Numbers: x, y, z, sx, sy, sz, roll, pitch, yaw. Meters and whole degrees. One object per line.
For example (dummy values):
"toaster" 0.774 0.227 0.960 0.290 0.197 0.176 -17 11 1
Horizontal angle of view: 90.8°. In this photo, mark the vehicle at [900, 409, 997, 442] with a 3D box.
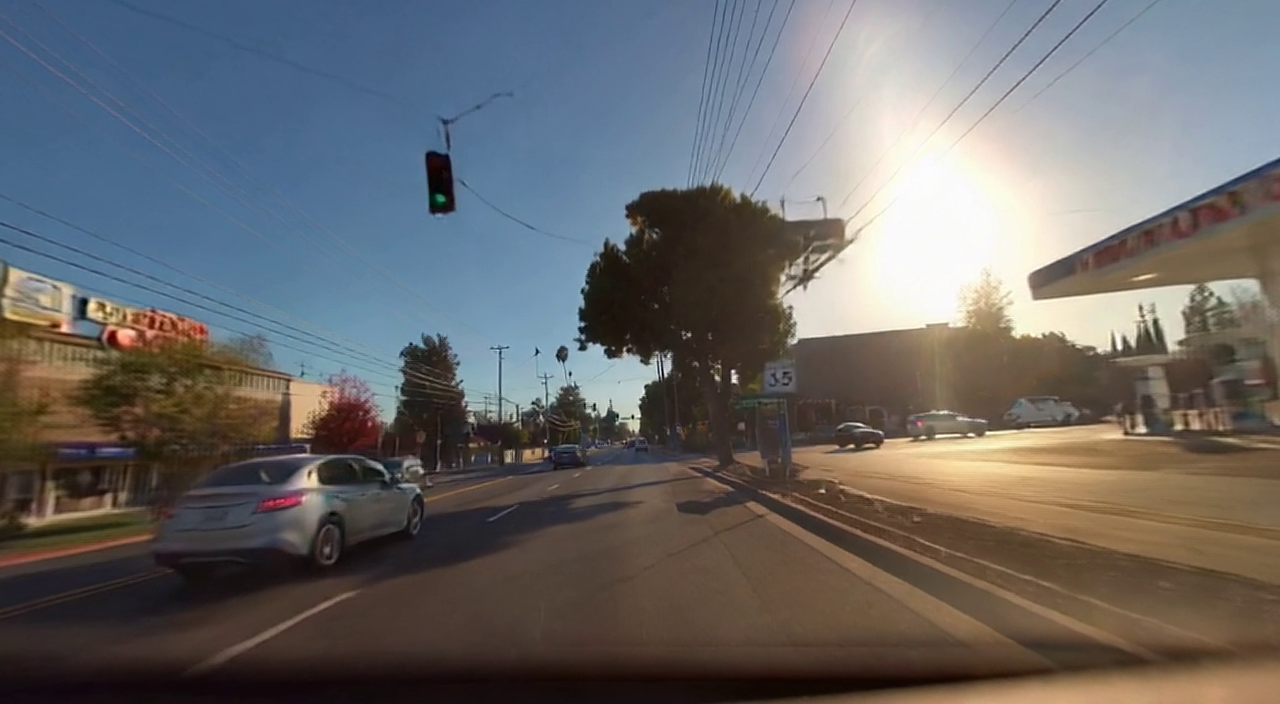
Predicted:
"vehicle" 19.040 4.588 39.202 4.817 1.919 2.308 -1 -8 8

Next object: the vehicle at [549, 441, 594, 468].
"vehicle" -3.807 5.784 35.852 1.943 1.455 4.414 0 -8 1

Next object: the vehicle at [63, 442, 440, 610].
"vehicle" -4.103 1.845 7.818 1.704 1.430 4.587 0 -8 1

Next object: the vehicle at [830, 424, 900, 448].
"vehicle" 14.166 5.332 39.965 3.830 1.474 1.771 -2 -8 9
